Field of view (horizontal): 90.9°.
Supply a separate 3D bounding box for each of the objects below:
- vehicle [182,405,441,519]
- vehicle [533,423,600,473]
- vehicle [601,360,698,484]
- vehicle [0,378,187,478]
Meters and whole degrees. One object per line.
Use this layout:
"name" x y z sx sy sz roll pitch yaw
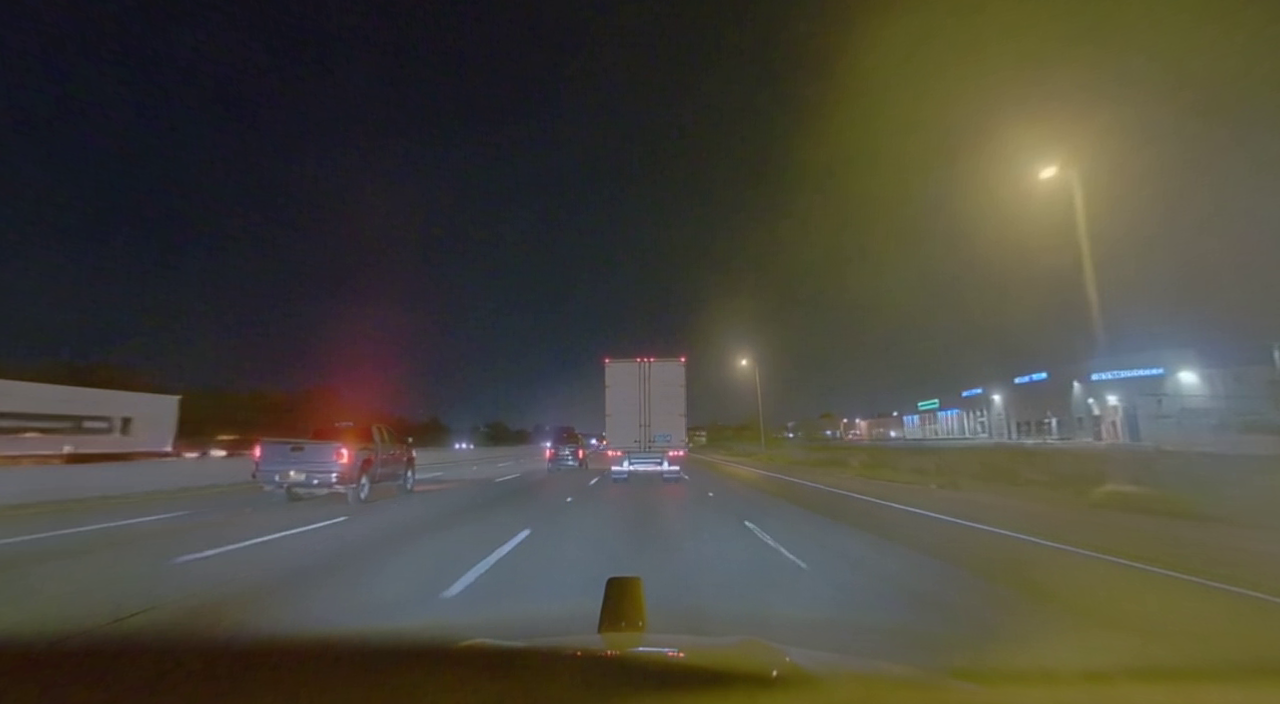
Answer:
"vehicle" -6.683 2.365 14.024 2.479 1.978 5.952 0 -9 1
"vehicle" -3.276 4.510 29.662 2.379 2.075 6.169 0 -9 0
"vehicle" 0.268 2.871 24.241 2.941 3.794 9.851 0 -9 0
"vehicle" -24.012 3.350 26.588 2.767 3.509 9.241 0 -9 0
